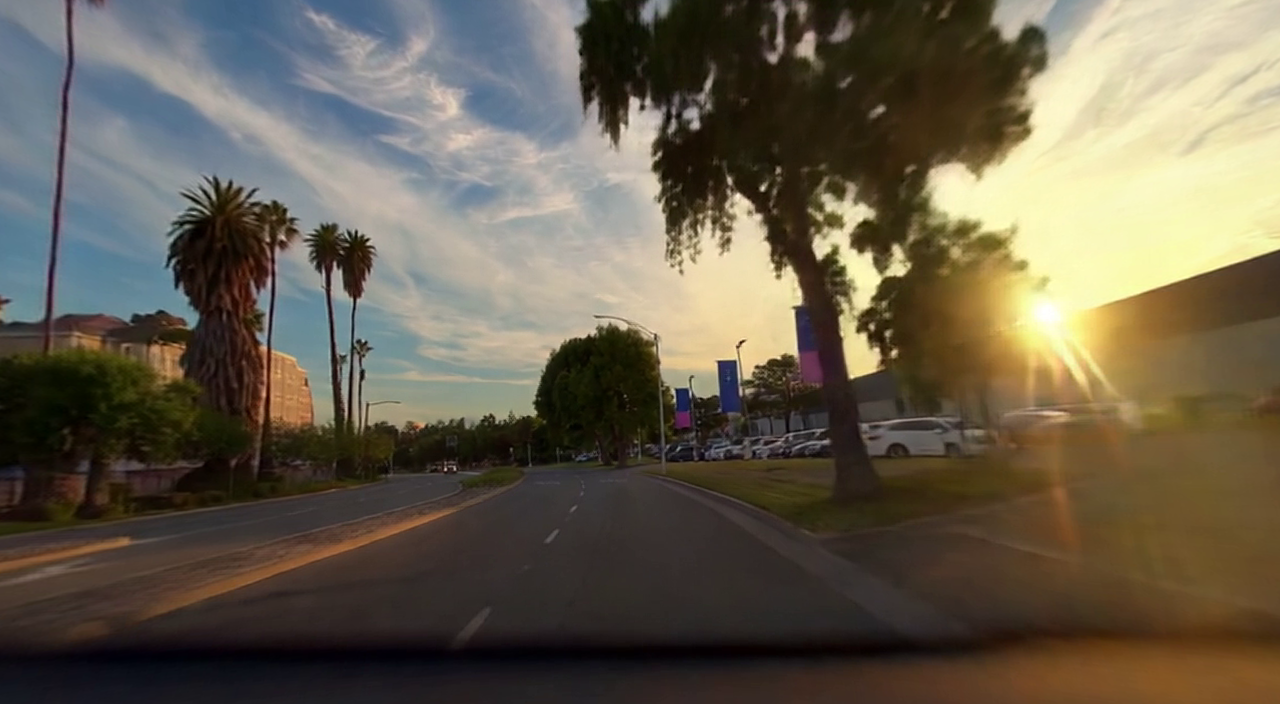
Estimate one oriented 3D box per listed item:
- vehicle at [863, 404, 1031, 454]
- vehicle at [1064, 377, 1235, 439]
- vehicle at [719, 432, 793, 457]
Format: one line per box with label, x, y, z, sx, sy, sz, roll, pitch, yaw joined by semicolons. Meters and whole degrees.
vehicle;10.527;2.692;21.830;4.671;1.630;2.200;0;-9;0
vehicle;19.738;2.249;24.585;2.002;1.686;4.537;-2;-12;-27
vehicle;7.954;6.388;43.414;4.636;1.695;2.025;1;-9;-5
